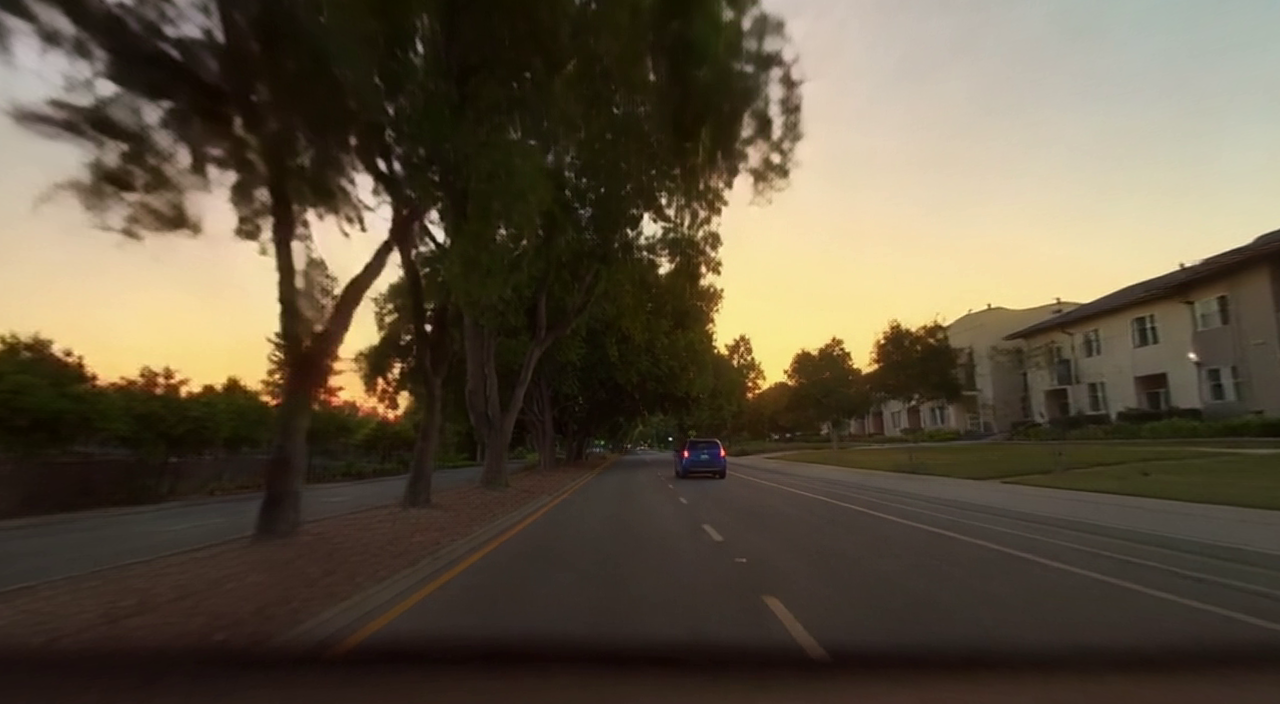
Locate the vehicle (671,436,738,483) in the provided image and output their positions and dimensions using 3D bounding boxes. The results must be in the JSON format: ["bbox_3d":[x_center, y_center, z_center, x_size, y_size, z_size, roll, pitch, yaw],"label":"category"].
[{"bbox_3d":[2.486,4.313,25.592,2.164,1.725,4.285,0,-9,-1],"label":"vehicle"}]
